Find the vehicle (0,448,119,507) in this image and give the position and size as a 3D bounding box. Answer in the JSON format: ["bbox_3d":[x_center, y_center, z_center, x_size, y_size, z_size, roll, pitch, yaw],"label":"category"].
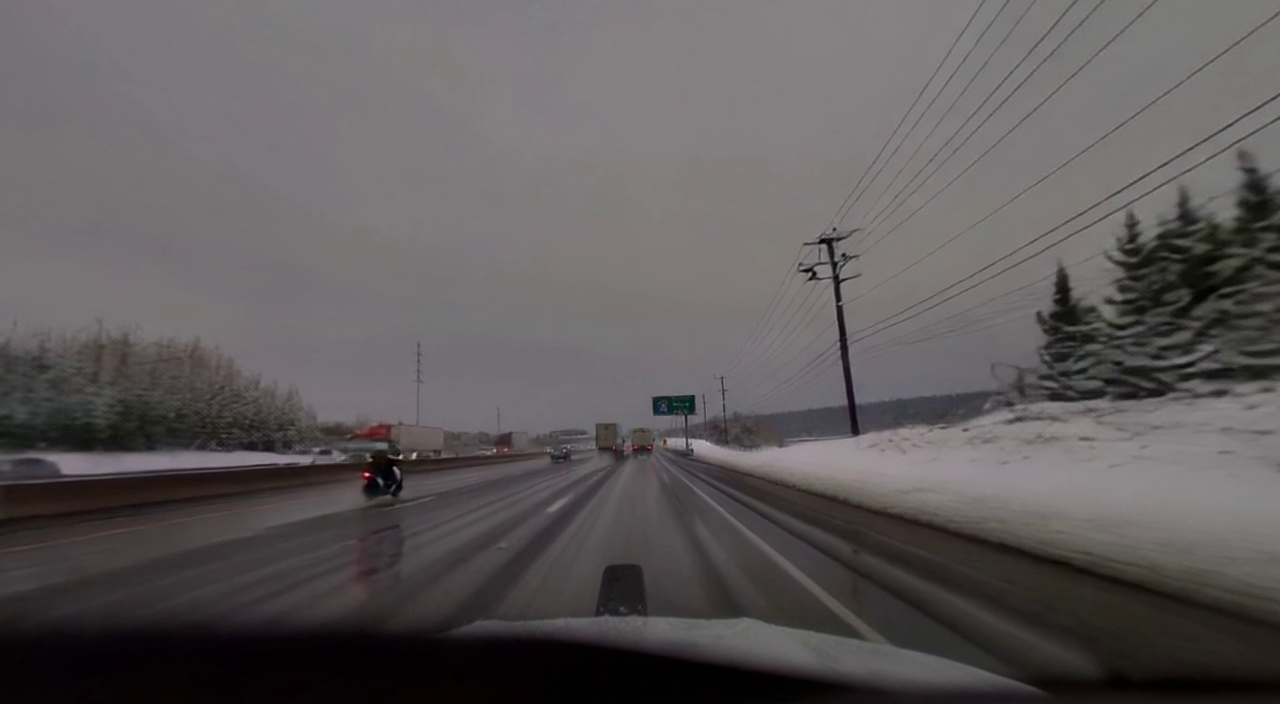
[{"bbox_3d":[-21.281,4.253,21.762,2.518,1.848,4.807,-1,-9,-1],"label":"vehicle"}]

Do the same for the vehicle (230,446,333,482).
[{"bbox_3d":[-16.990,5.311,30.228,2.008,1.534,4.910,-1,-9,1],"label":"vehicle"}]
